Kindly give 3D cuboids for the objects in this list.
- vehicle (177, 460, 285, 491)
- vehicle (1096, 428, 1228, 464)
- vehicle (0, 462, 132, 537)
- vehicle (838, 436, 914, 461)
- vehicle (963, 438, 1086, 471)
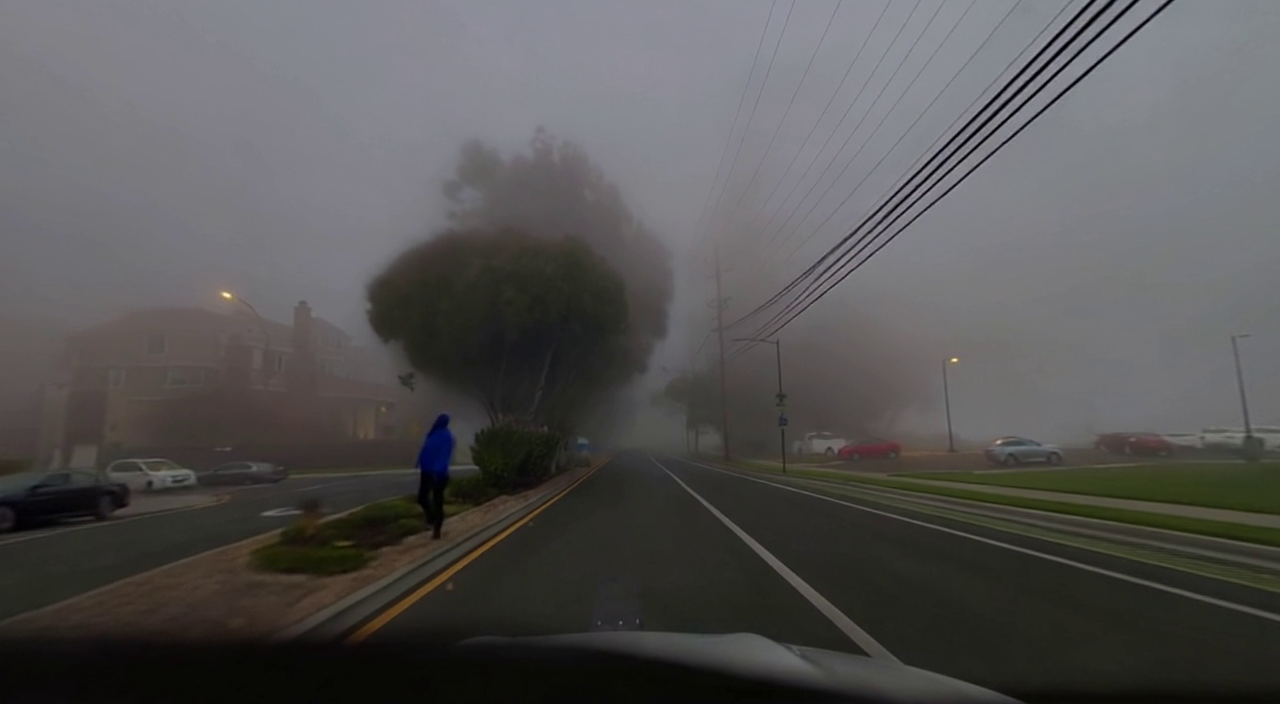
[{"bbox_3d":[-21.863,6.606,33.985,4.354,1.450,2.043,0,-10,-11],"label":"vehicle"},{"bbox_3d":[31.280,5.657,38.121,2.206,1.971,5.600,3,-9,-21],"label":"vehicle"},{"bbox_3d":[-15.428,3.684,15.906,2.106,1.517,4.632,-4,-8,-10],"label":"vehicle"},{"bbox_3d":[16.967,6.967,45.600,4.560,1.725,2.096,0,-8,-3],"label":"vehicle"},{"bbox_3d":[17.494,4.682,28.920,4.246,1.427,2.055,0,-8,0],"label":"vehicle"}]
